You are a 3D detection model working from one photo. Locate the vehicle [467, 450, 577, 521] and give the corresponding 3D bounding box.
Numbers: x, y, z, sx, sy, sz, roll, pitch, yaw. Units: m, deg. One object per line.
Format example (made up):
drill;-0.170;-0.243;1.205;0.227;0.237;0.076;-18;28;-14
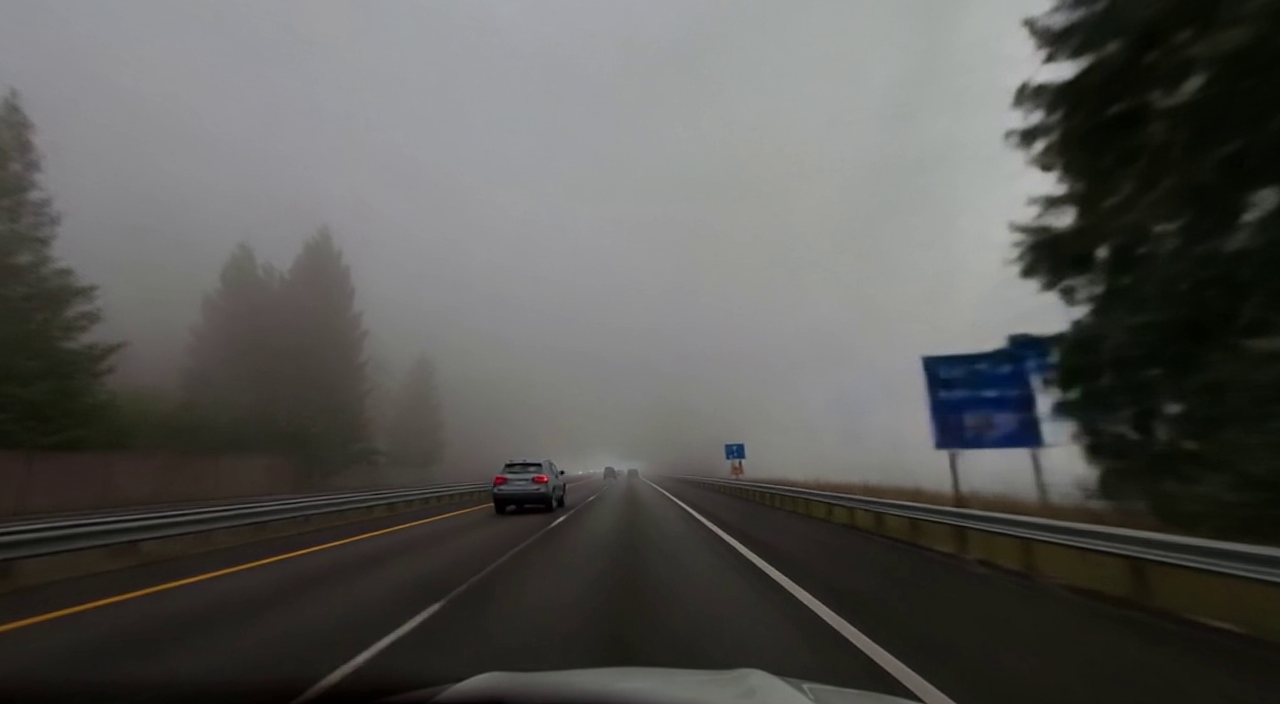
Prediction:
vehicle;-3.110;3.699;17.728;2.107;1.668;4.554;1;-11;1
